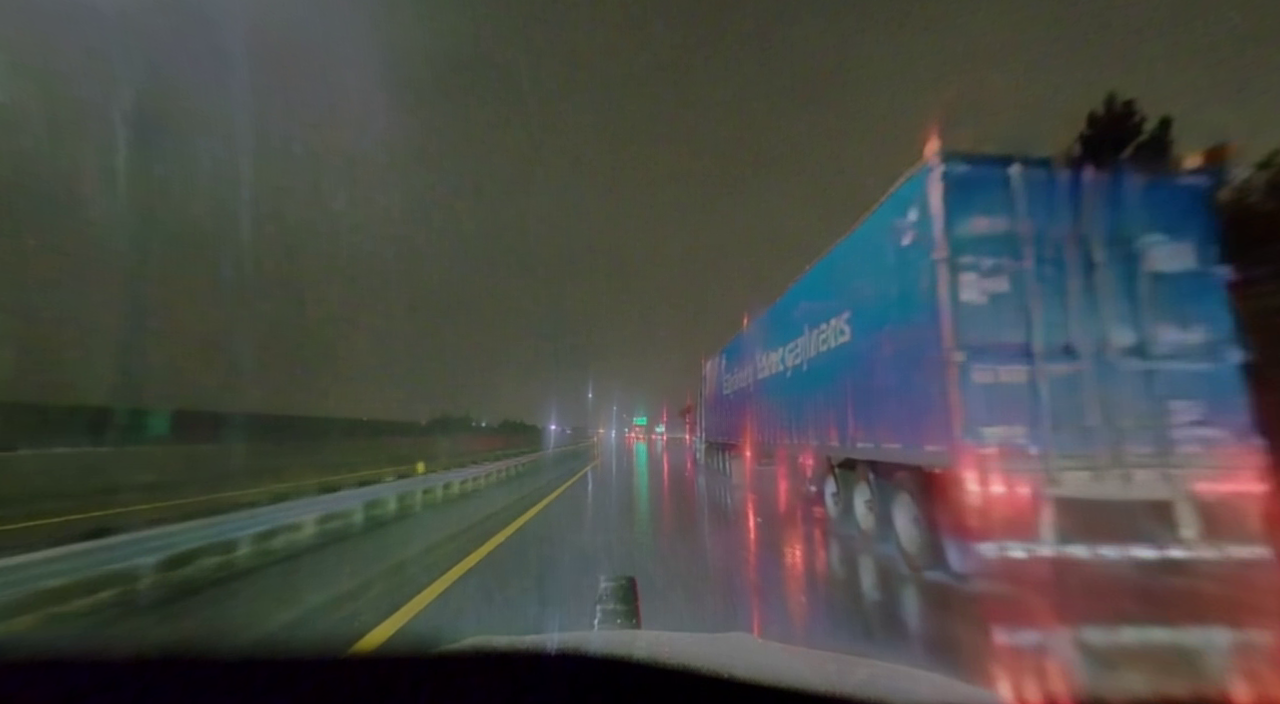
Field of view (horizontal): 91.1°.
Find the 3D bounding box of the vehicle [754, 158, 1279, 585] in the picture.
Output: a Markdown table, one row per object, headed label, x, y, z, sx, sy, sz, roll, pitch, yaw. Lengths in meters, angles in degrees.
| label | x | y | z | sx | sy | sz | roll | pitch | yaw |
| --- | --- | --- | --- | --- | --- | --- | --- | --- | --- |
| vehicle | 4.109 | 0.645 | 9.832 | 2.888 | 3.866 | 8.380 | 0 | -8 | -1 |
